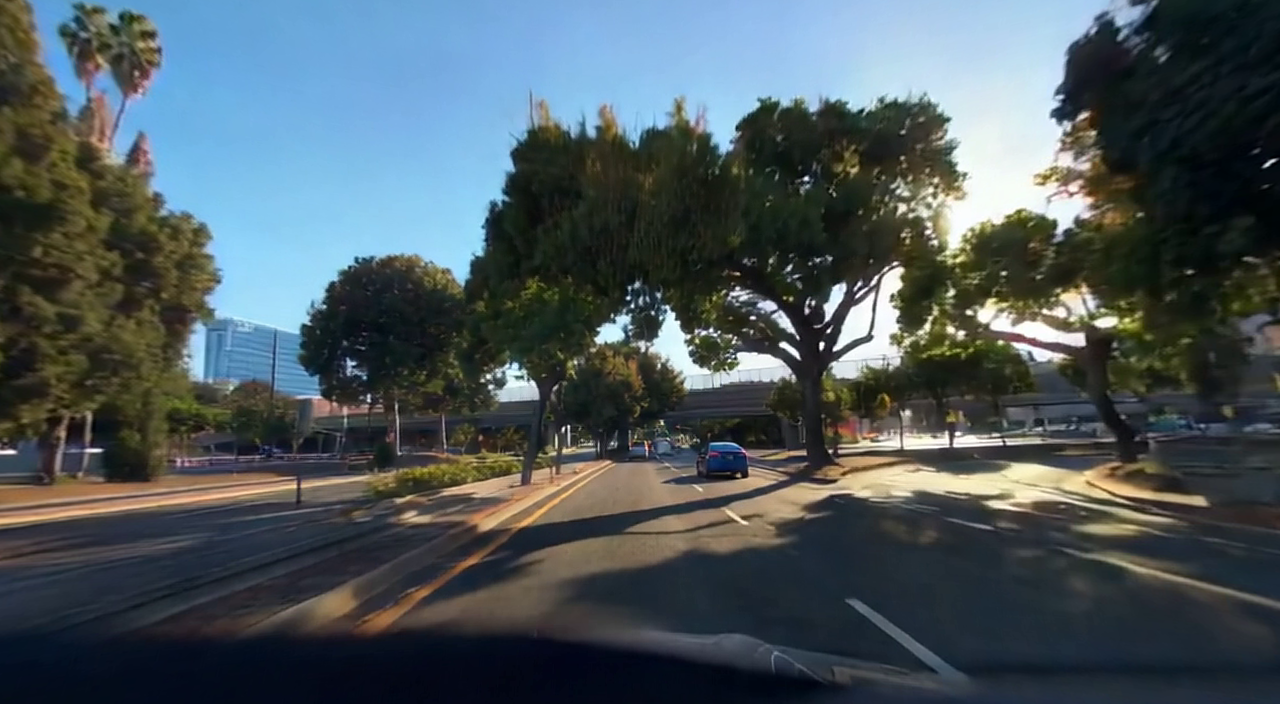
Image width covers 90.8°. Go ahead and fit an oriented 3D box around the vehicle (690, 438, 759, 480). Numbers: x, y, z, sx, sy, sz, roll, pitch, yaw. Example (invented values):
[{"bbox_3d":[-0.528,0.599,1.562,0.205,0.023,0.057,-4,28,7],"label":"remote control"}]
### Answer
[{"bbox_3d":[3.273,4.245,25.395,2.062,1.484,4.332,0,-8,-1],"label":"vehicle"}]
